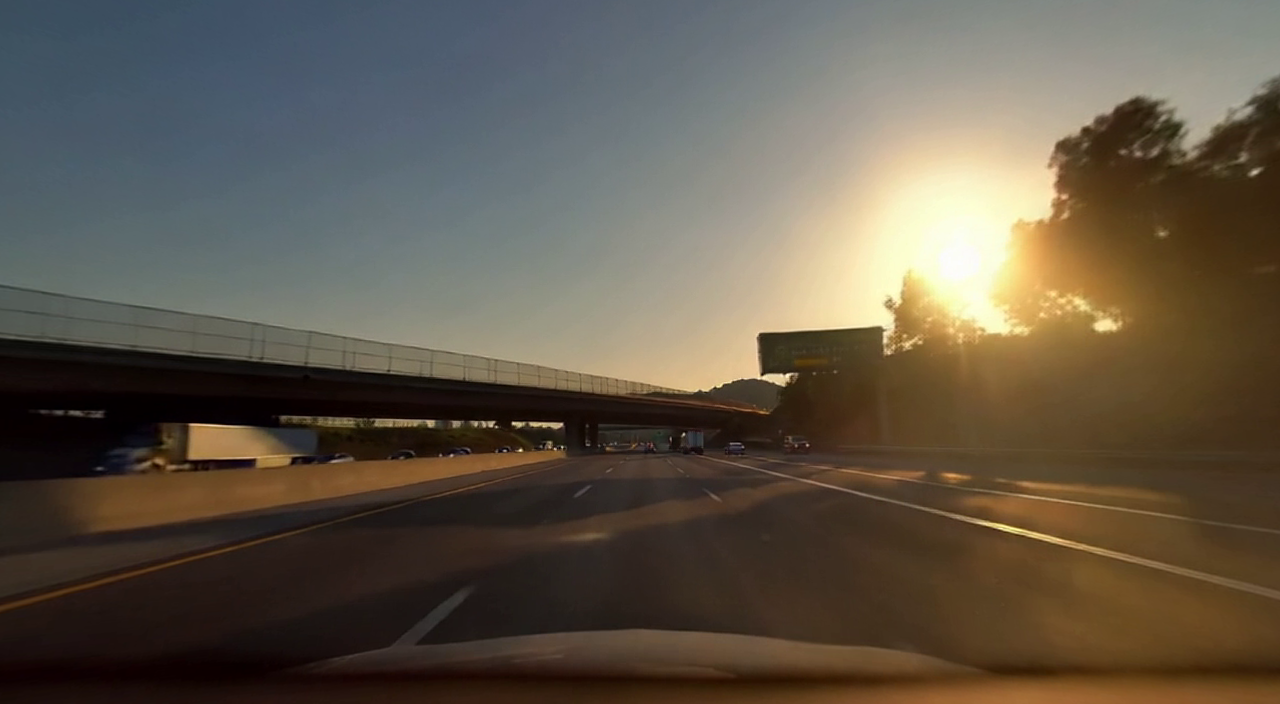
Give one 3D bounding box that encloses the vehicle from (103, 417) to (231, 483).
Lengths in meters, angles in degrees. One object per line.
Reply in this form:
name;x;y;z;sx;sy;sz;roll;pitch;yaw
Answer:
vehicle;-31.540;6.549;42.516;3.017;4.007;6.914;0;-8;1
